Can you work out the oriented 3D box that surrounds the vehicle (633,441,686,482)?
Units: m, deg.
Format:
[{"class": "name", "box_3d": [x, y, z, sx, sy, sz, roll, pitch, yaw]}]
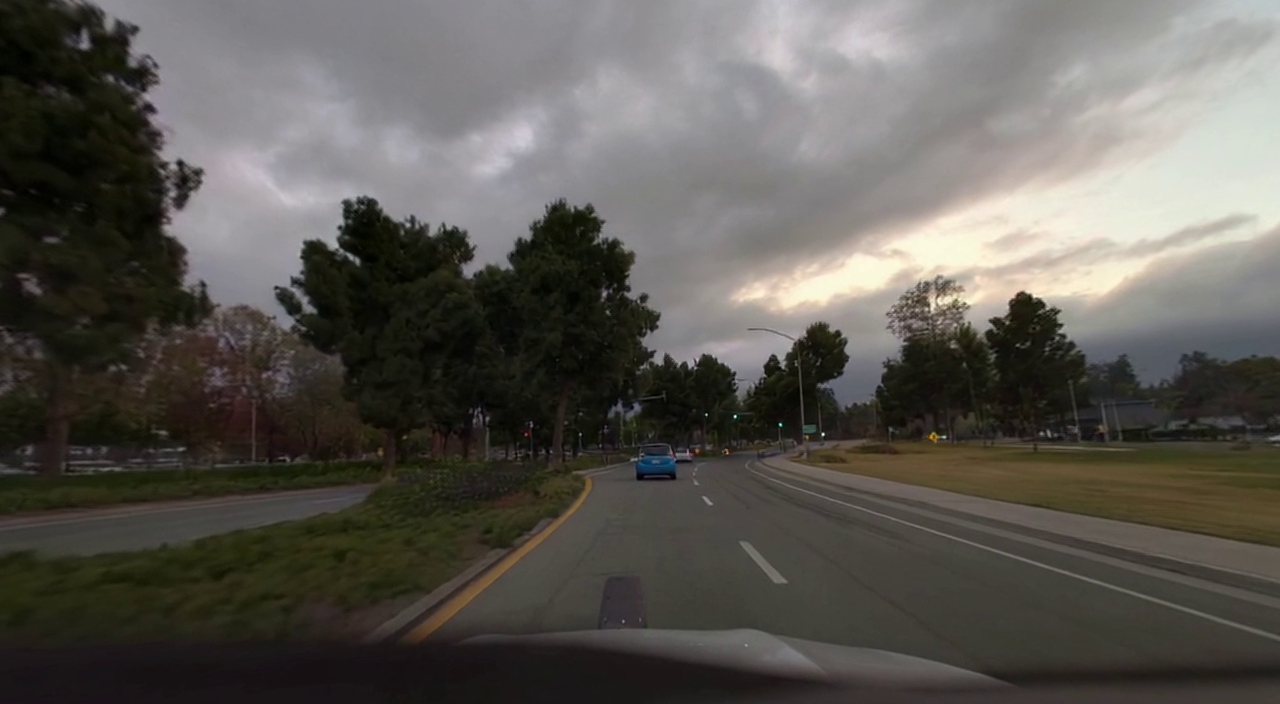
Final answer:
[{"class": "vehicle", "box_3d": [0.855, 4.450, 25.922, 2.010, 1.535, 3.735, -1, -8, 4]}]

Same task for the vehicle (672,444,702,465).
[{"class": "vehicle", "box_3d": [3.553, 7.627, 47.210, 2.001, 1.479, 4.387, -1, -8, 7]}]
